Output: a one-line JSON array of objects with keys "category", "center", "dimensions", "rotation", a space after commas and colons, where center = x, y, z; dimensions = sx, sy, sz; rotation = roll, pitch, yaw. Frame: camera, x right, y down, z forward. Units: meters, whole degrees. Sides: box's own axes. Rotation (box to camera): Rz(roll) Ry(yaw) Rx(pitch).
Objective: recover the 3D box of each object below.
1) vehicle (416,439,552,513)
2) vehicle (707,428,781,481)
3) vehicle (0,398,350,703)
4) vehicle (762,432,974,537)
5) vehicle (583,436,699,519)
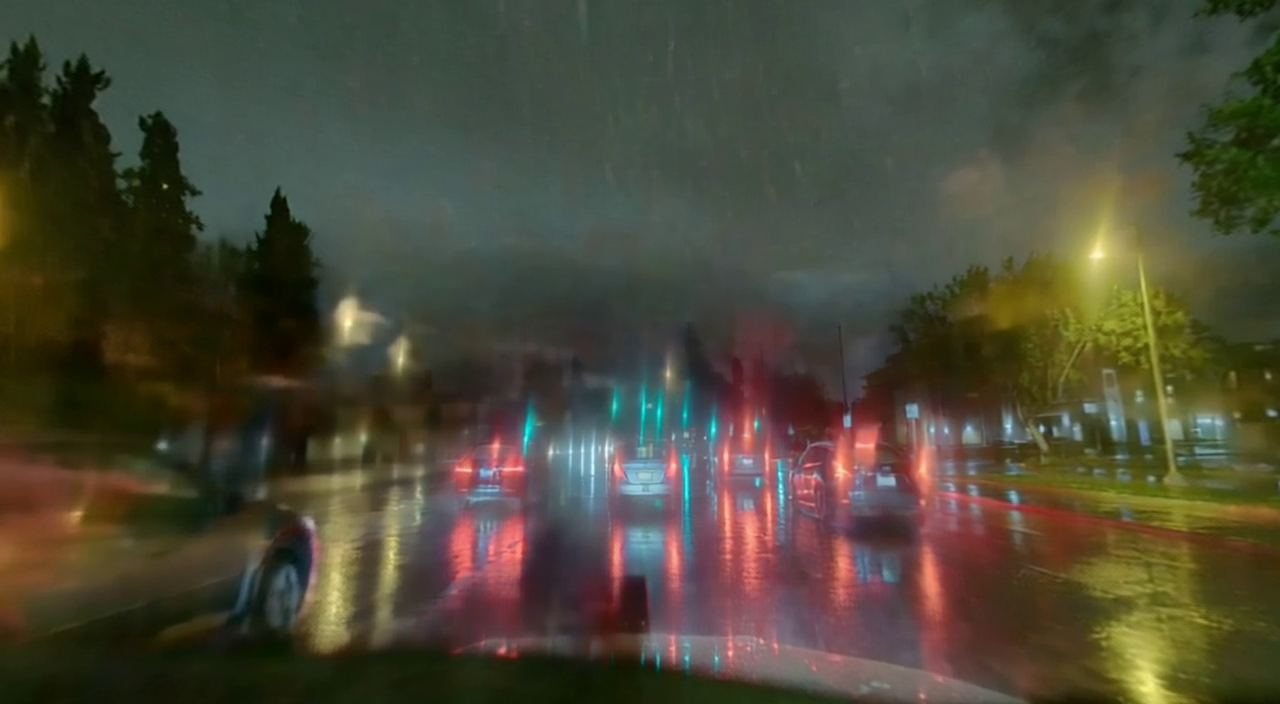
[{"category": "vehicle", "center": [-3.411, 2.786, 14.687], "dimensions": [2.002, 1.465, 4.098], "rotation": [0, -8, 2]}, {"category": "vehicle", "center": [4.197, 4.260, 26.358], "dimensions": [2.142, 1.957, 5.443], "rotation": [0, -8, 0]}, {"category": "vehicle", "center": [-3.327, 0.981, 2.693], "dimensions": [2.038, 1.481, 4.379], "rotation": [0, -8, 1]}, {"category": "vehicle", "center": [3.717, 2.231, 11.314], "dimensions": [1.990, 1.486, 4.431], "rotation": [0, -8, -2]}, {"category": "vehicle", "center": [-0.054, 2.561, 13.395], "dimensions": [2.101, 1.480, 3.929], "rotation": [0, -8, -2]}]
